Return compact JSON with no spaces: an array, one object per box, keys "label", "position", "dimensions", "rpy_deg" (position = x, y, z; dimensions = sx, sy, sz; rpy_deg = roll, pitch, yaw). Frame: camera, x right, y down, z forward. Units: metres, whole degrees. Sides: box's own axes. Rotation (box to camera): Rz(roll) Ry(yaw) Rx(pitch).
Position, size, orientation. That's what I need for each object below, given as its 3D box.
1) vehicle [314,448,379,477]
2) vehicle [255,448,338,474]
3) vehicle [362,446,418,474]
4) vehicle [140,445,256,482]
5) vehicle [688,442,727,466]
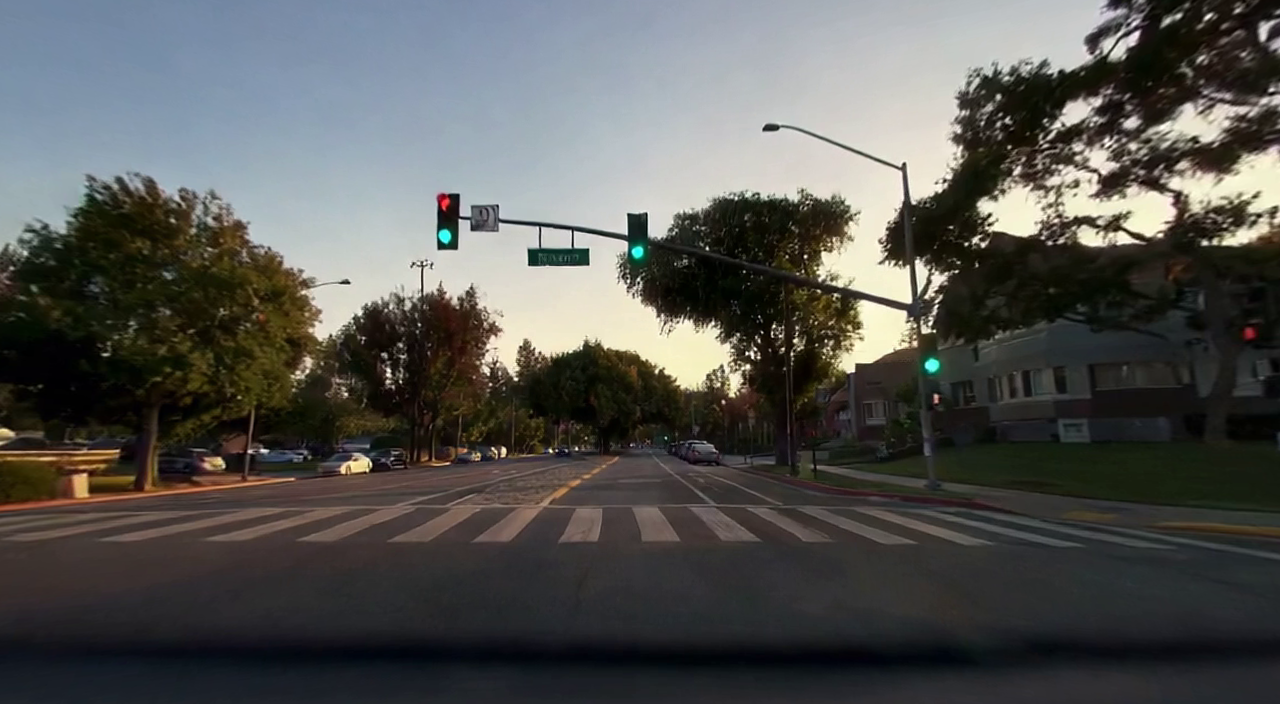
[{"label":"vehicle","position":[-17.856,6.710,38.669],"dimensions":[1.896,1.661,4.191],"rpy_deg":[0,-8,1]},{"label":"vehicle","position":[-23.540,7.482,43.442],"dimensions":[4.670,1.486,1.864],"rpy_deg":[-3,-8,1]},{"label":"vehicle","position":[-17.846,7.667,45.333],"dimensions":[2.105,1.734,4.673],"rpy_deg":[-3,-8,1]},{"label":"vehicle","position":[-23.290,5.872,33.454],"dimensions":[4.488,1.810,2.003],"rpy_deg":[1,-9,-9]},{"label":"vehicle","position":[4.381,6.709,41.702],"dimensions":[1.927,1.523,4.668],"rpy_deg":[0,-8,-2]}]
